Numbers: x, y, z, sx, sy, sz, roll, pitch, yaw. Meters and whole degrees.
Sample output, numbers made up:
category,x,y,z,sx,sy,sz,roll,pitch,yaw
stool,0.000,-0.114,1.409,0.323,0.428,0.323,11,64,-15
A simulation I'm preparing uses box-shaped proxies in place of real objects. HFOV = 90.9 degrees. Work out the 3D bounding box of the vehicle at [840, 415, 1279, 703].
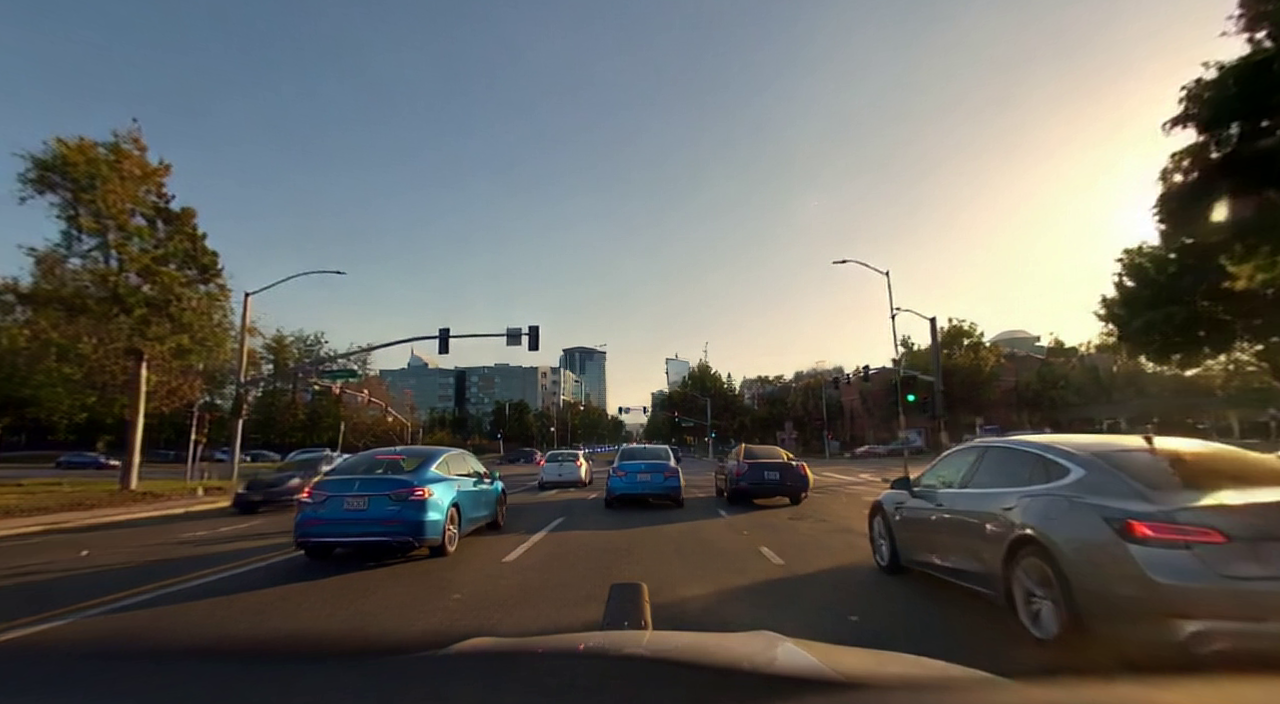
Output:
category,x,y,z,sx,sy,sz,roll,pitch,yaw
vehicle,3.354,1.382,5.063,1.951,1.522,4.614,0,-9,0

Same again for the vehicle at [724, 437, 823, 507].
category,x,y,z,sx,sy,sz,roll,pitch,yaw
vehicle,3.630,3.311,17.896,1.938,1.732,4.006,0,-9,0

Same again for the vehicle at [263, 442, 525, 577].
category,x,y,z,sx,sy,sz,roll,pitch,yaw
vehicle,-3.151,2.086,9.278,2.015,1.478,4.407,0,-8,1

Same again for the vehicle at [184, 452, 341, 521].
category,x,y,z,sx,sy,sz,roll,pitch,yaw
vehicle,-10.253,3.634,17.604,2.033,1.575,4.357,0,-8,-6

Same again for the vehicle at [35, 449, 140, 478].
category,x,y,z,sx,sy,sz,roll,pitch,yaw
vehicle,-38.076,7.685,43.510,5.268,1.770,2.107,-2,-8,1

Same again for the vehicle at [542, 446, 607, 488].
category,x,y,z,sx,sy,sz,roll,pitch,yaw
vehicle,-2.553,4.629,25.710,2.089,1.537,4.073,-1,-9,2

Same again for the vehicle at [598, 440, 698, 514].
category,x,y,z,sx,sy,sz,roll,pitch,yaw
vehicle,0.154,3.020,15.730,2.144,1.563,4.218,0,-9,-1
